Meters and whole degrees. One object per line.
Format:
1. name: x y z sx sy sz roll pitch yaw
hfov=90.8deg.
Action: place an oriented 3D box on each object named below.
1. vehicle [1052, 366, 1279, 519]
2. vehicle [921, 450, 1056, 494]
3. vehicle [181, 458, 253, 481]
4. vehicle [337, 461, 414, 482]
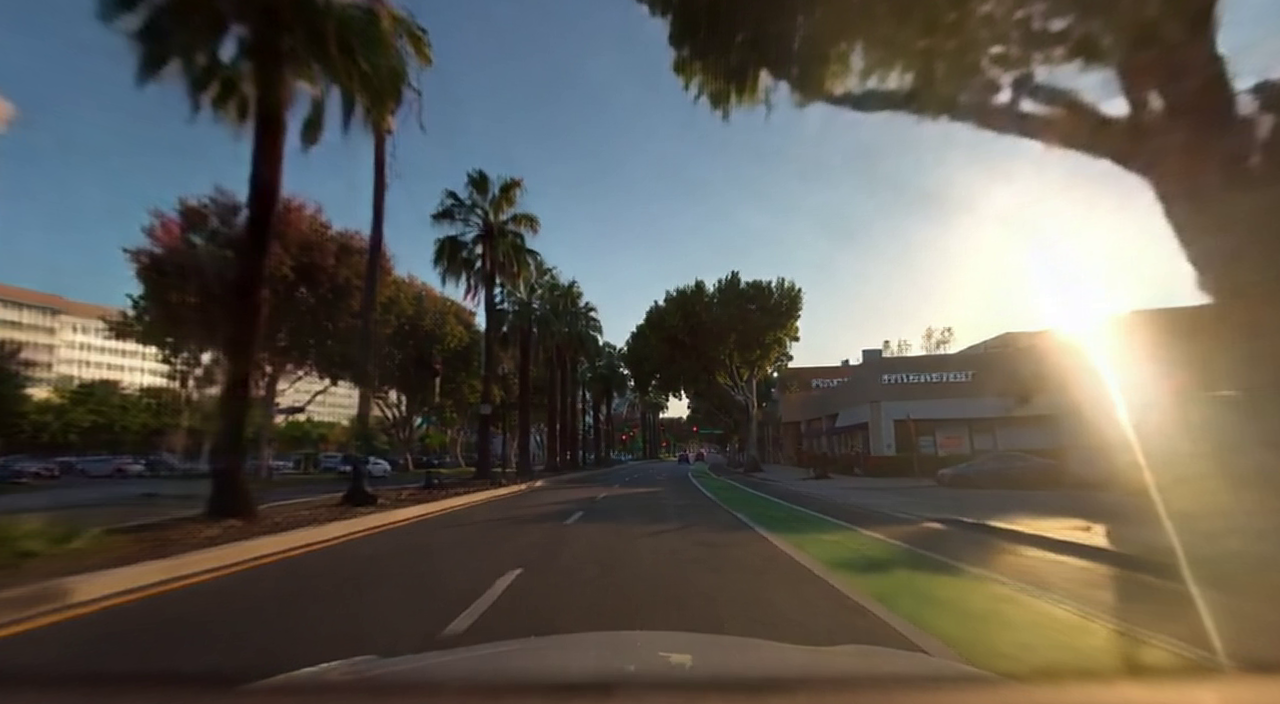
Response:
1. vehicle: 14.387 2.169 14.847 7.635 3.131 2.691 1 -10 -6
2. vehicle: 14.350 4.986 26.378 4.601 1.696 1.977 -3 -11 20
3. vehicle: -32.970 9.147 49.321 4.171 1.682 1.981 0 -10 3
4. vehicle: -20.451 9.243 48.938 5.136 1.515 1.964 7 -12 -35
